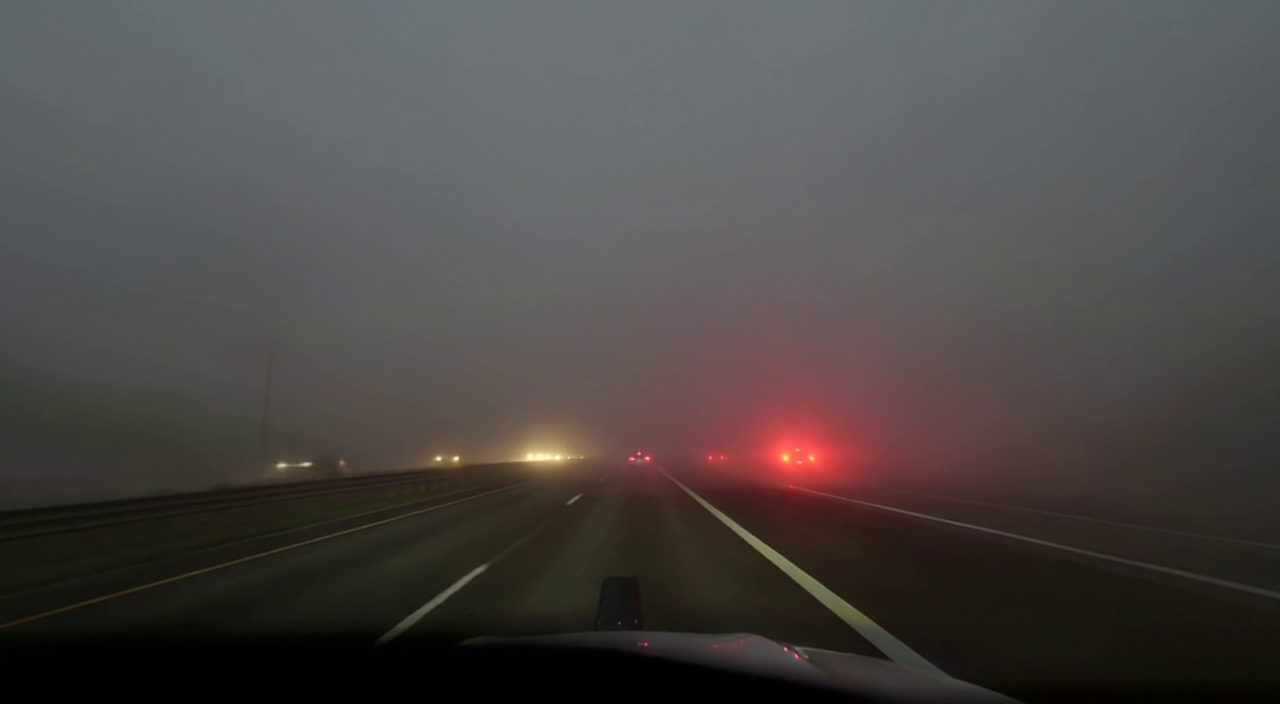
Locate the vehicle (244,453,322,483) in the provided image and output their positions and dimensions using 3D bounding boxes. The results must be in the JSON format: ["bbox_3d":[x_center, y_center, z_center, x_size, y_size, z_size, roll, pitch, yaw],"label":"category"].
[{"bbox_3d":[-19.343,6.259,34.166,1.819,1.504,4.036,-1,-9,1],"label":"vehicle"}]

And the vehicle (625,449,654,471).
[{"bbox_3d":[-0.041,7.745,45.113,2.025,1.526,4.181,-1,-9,0],"label":"vehicle"}]

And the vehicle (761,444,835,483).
[{"bbox_3d":[6.897,4.921,27.856,2.008,1.533,4.592,0,-9,-1],"label":"vehicle"}]
